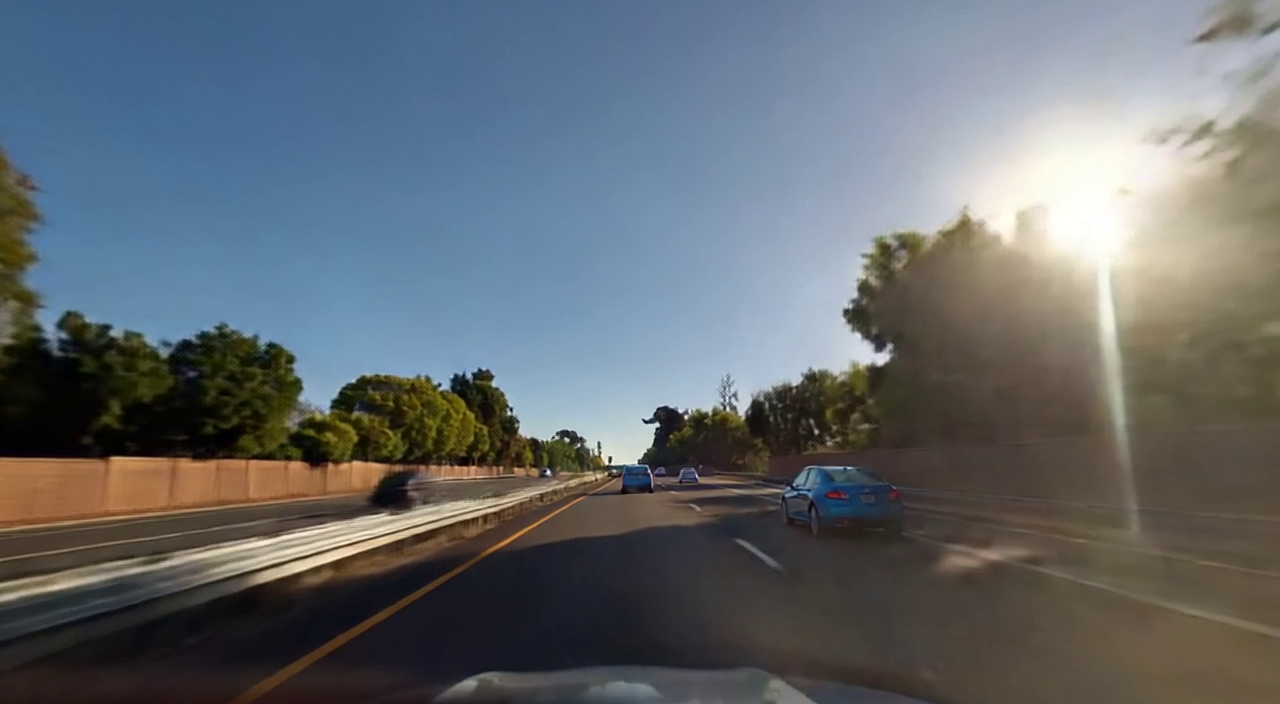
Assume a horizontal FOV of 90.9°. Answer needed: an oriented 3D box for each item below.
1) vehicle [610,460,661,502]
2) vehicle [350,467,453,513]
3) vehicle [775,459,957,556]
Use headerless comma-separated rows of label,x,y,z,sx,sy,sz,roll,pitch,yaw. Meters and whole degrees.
vehicle,-0.196,5.532,27.188,2.037,1.605,3.833,1,-11,0
vehicle,-8.476,4.945,22.894,2.006,1.468,4.450,1,-11,0
vehicle,4.037,2.863,12.112,1.938,1.494,4.032,1,-11,-1
